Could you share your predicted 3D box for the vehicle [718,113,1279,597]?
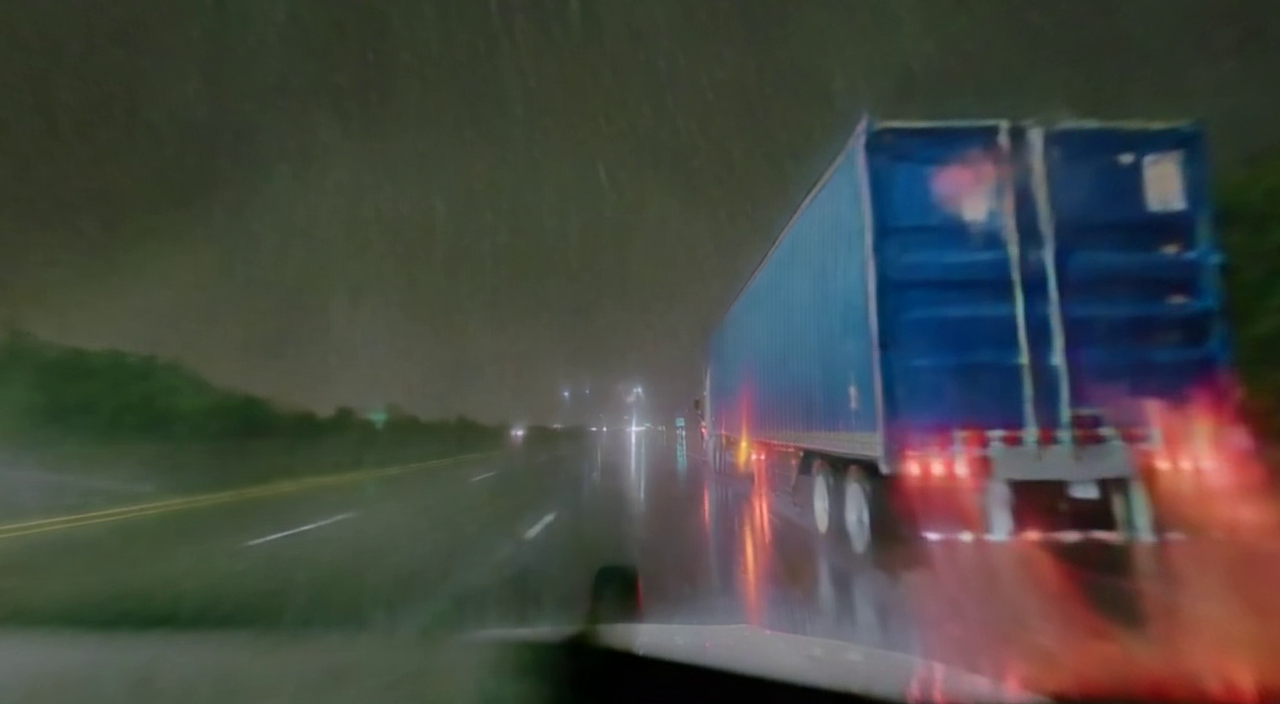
[{"bbox_3d":[3.692,0.746,10.769,3.446,3.698,12.089,0,-8,1],"label":"vehicle"}]
